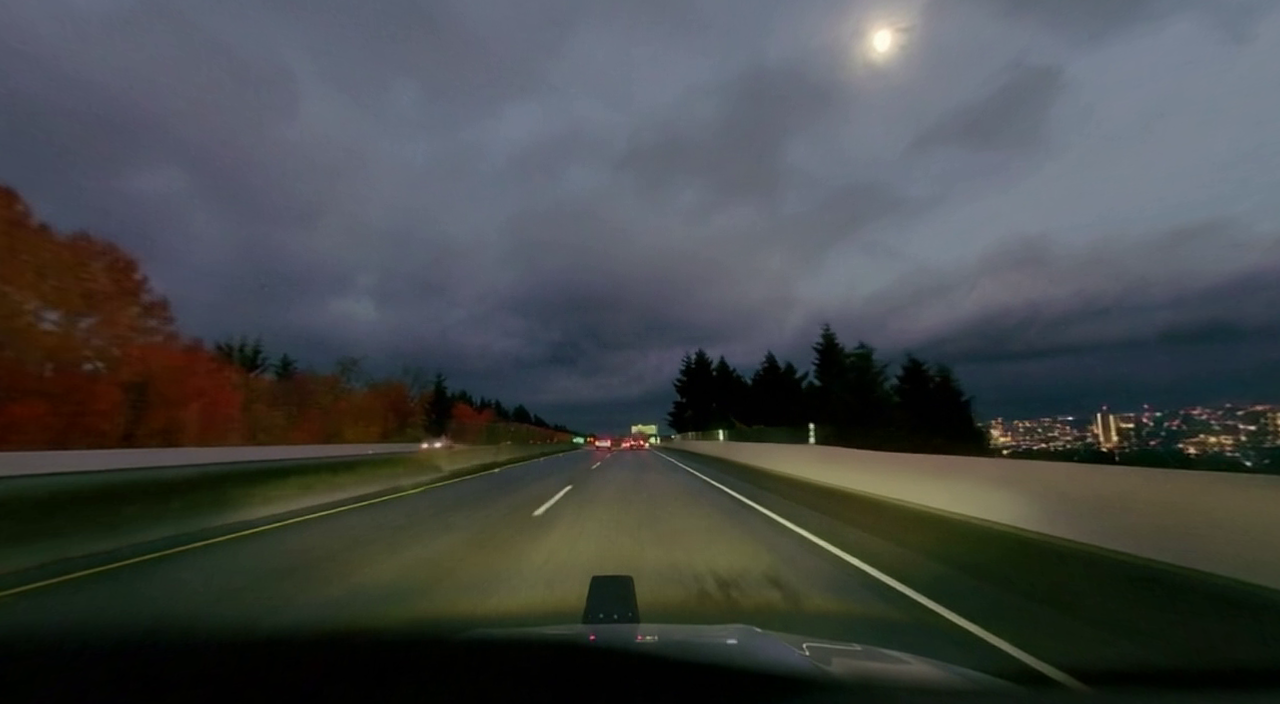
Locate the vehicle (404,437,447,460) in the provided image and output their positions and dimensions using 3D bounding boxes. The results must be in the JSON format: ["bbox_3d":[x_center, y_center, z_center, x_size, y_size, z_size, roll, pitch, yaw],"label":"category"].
[{"bbox_3d":[-16.957,7.617,49.963,1.958,1.710,4.234,0,-8,-1],"label":"vehicle"}]
